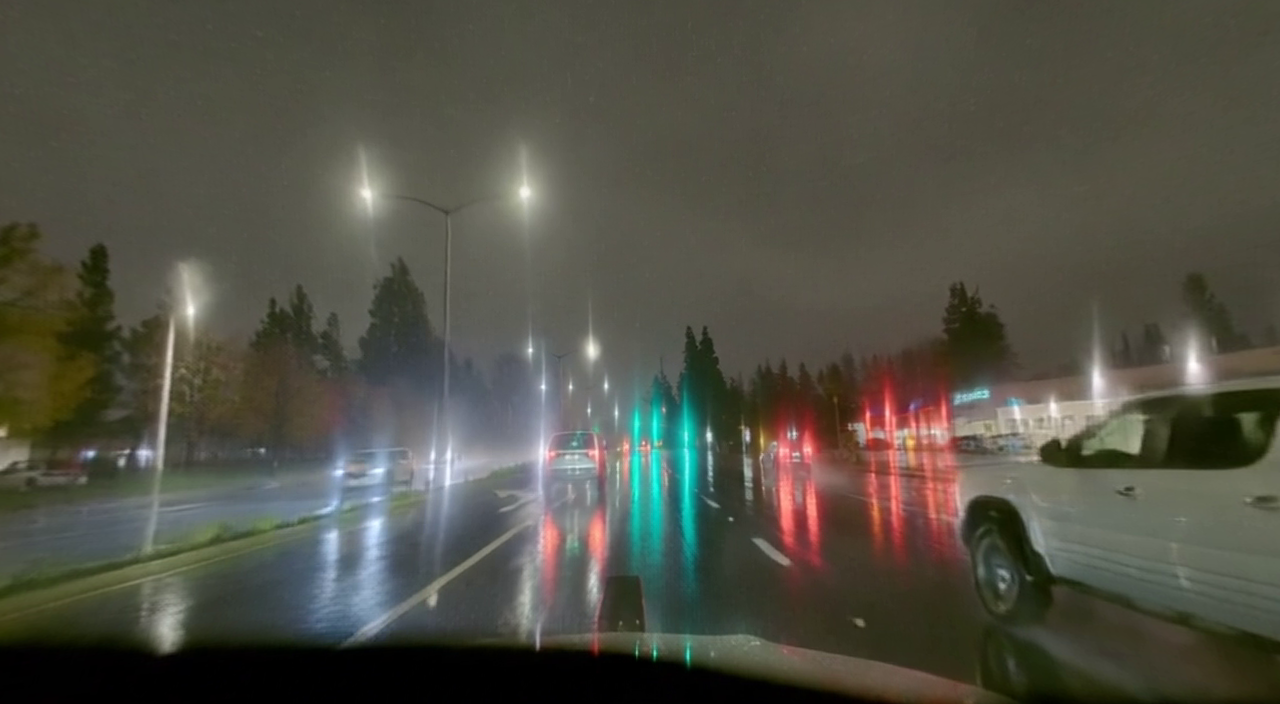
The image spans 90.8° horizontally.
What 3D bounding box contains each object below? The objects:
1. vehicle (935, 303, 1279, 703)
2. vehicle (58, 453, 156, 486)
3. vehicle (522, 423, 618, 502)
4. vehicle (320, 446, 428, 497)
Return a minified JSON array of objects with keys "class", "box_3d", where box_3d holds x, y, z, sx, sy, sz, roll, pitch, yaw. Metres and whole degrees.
[{"class":"vehicle","box_3d":[3.497,0.747,2.633,2.238,1.767,4.563,0,-8,-1]},{"class":"vehicle","box_3d":[-28.478,6.258,33.837,3.590,1.477,1.837,-3,-8,0]},{"class":"vehicle","box_3d":[-1.829,3.030,17.786,2.300,1.870,4.936,0,-8,-3]},{"class":"vehicle","box_3d":[-8.989,4.033,21.739,2.001,1.579,3.930,0,-8,0]}]
